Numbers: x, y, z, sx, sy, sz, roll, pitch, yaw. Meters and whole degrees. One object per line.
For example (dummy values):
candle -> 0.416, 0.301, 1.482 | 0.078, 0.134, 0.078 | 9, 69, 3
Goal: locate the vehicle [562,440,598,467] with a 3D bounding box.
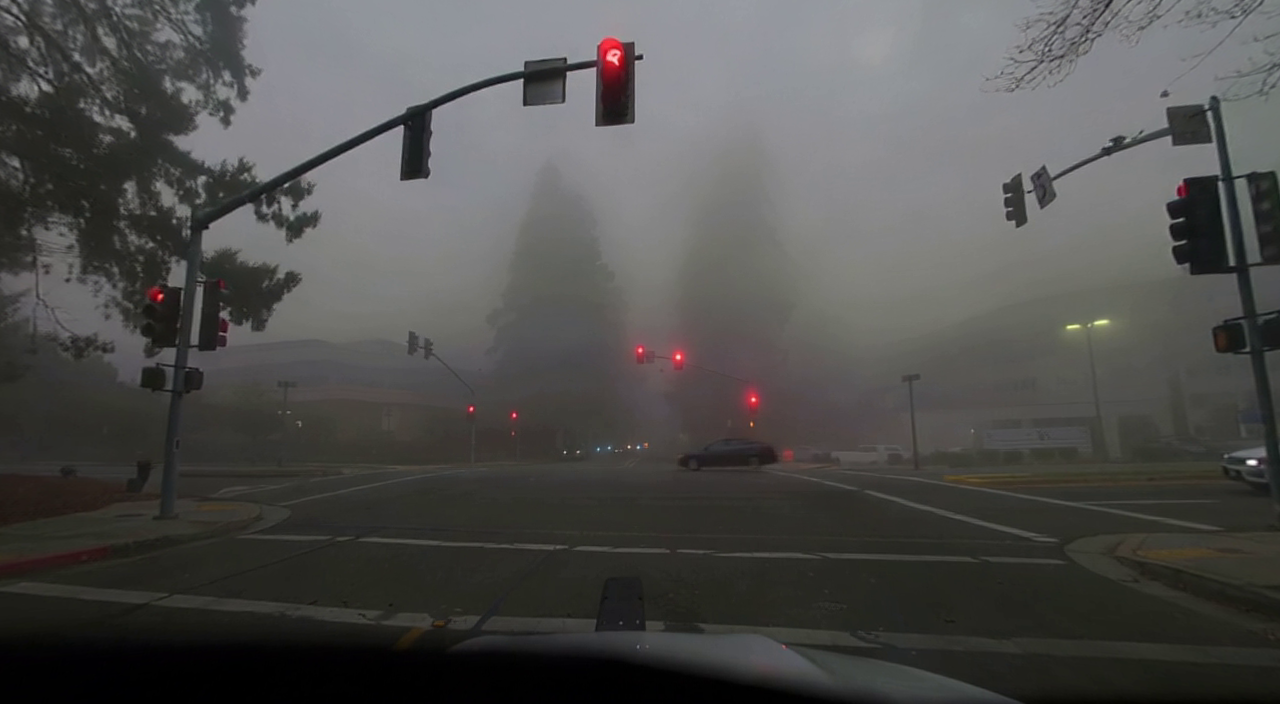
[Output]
vehicle -> -4.131, 7.100, 44.295 | 2.251, 1.756, 4.610 | 0, -9, -2

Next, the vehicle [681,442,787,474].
vehicle -> 4.423, 4.939, 29.563 | 4.628, 1.414, 1.897 | -3, -9, 17

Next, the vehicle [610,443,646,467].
vehicle -> -0.873, 6.827, 41.994 | 2.056, 1.492, 3.937 | 1, -9, -6

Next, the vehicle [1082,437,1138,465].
vehicle -> 26.952, 5.659, 36.159 | 2.092, 1.474, 4.046 | -8, -11, 40
